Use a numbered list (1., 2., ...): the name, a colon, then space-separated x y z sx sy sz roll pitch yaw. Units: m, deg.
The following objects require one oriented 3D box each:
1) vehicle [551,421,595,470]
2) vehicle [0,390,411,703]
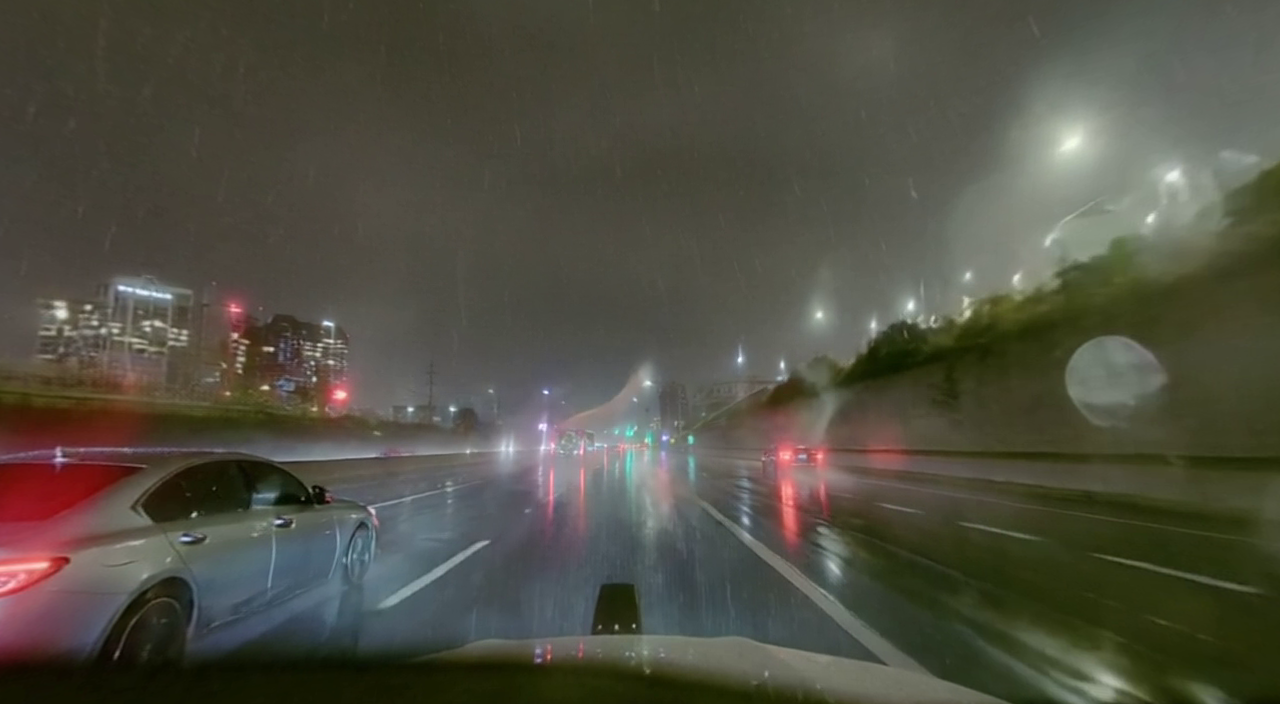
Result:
1. vehicle: -4.351 6.234 42.220 2.364 2.953 6.732 0 -9 -1
2. vehicle: -3.669 1.277 4.976 2.025 1.556 4.594 0 -8 -1
